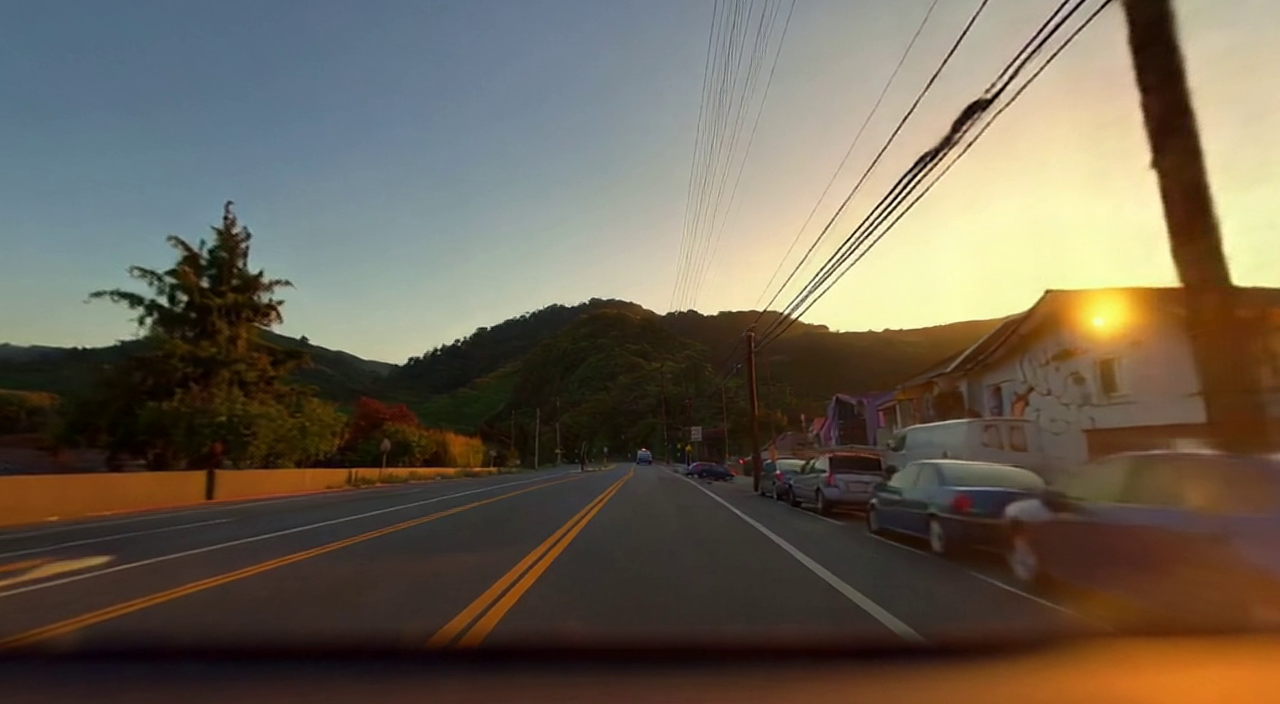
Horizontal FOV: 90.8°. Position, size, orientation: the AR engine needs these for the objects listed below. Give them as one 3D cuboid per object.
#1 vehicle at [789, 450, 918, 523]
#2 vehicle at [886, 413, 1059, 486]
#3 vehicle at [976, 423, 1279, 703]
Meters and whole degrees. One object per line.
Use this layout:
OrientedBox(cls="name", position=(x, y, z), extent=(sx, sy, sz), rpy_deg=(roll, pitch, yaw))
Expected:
OrientedBox(cls="vehicle", position=(5.742, 3.637, 17.750), extent=(2.056, 1.693, 4.803), rpy_deg=(0, -9, 1))
OrientedBox(cls="vehicle", position=(8.741, 2.647, 17.299), extent=(2.082, 1.678, 5.079), rpy_deg=(0, -9, 1))
OrientedBox(cls="vehicle", position=(5.234, 1.593, 5.326), extent=(2.072, 1.889, 4.468), rpy_deg=(-5, -11, -2))
